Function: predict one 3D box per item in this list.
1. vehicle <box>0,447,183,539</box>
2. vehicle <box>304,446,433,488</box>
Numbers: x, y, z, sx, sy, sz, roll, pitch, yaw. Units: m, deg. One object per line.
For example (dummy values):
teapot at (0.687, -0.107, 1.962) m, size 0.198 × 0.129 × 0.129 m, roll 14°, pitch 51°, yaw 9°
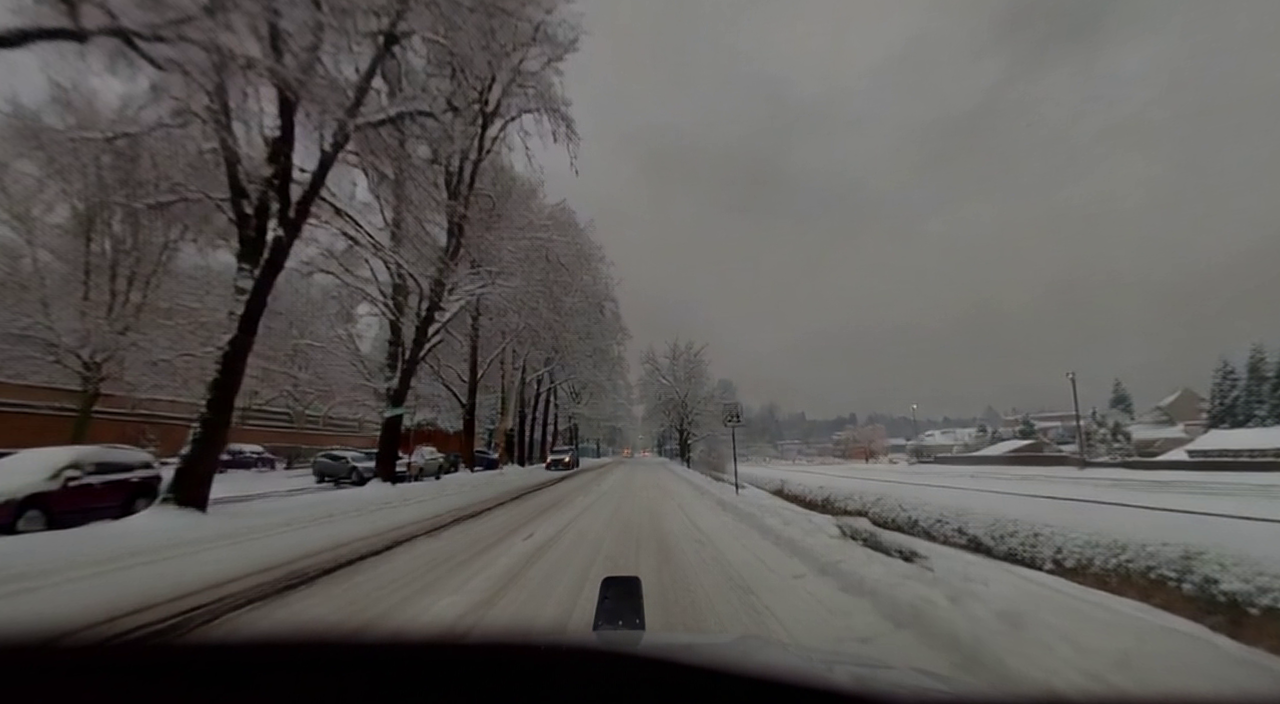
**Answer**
vehicle at (-13.095, 2.958, 13.592) m, size 4.870 × 1.767 × 2.120 m, roll -1°, pitch -8°, yaw 2°
vehicle at (-13.561, 5.771, 31.837) m, size 5.428 × 1.908 × 2.196 m, roll 1°, pitch -9°, yaw 0°
